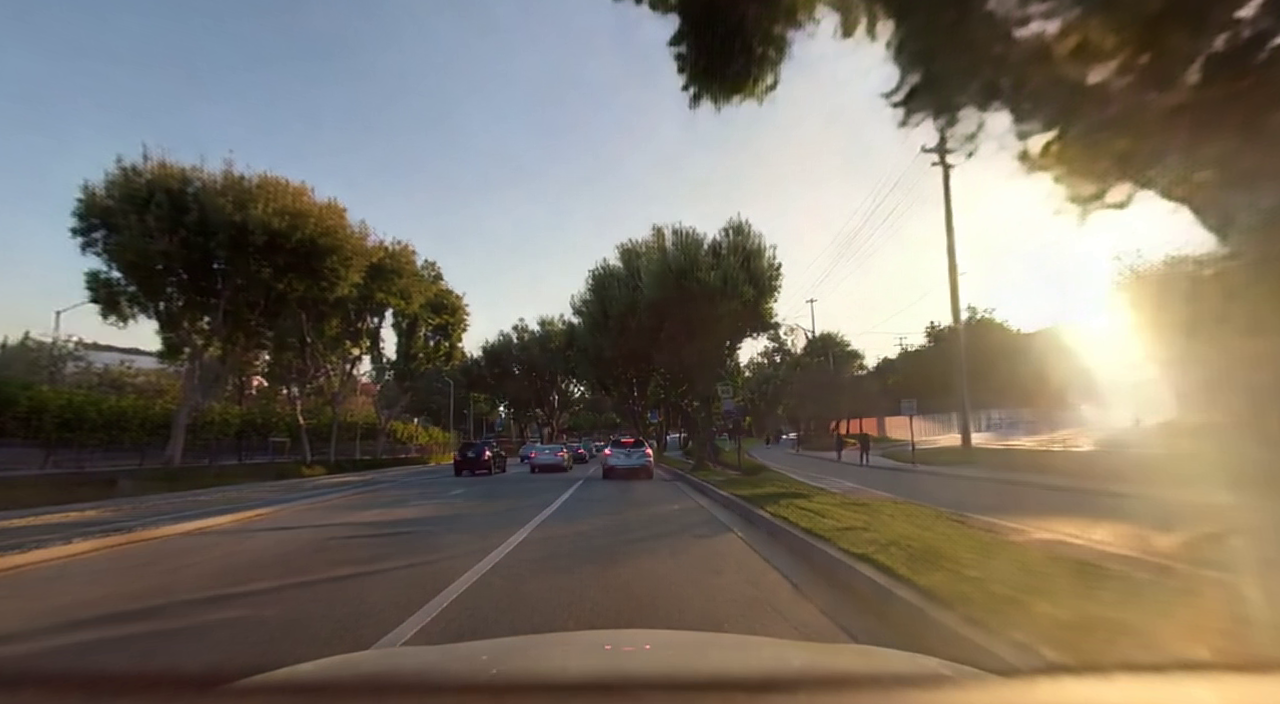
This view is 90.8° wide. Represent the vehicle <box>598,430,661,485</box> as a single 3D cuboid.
[{"bbox_3d":[-0.405,3.690,22.341,2.012,1.769,3.897,0,-9,-2],"label":"vehicle"}]

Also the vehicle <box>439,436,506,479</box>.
[{"bbox_3d":[-6.986,4.429,26.750,1.860,1.634,4.089,0,-9,-3],"label":"vehicle"}]

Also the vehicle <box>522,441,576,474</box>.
[{"bbox_3d":[-4.360,5.116,30.882,2.087,1.485,4.452,0,-8,-2],"label":"vehicle"}]
